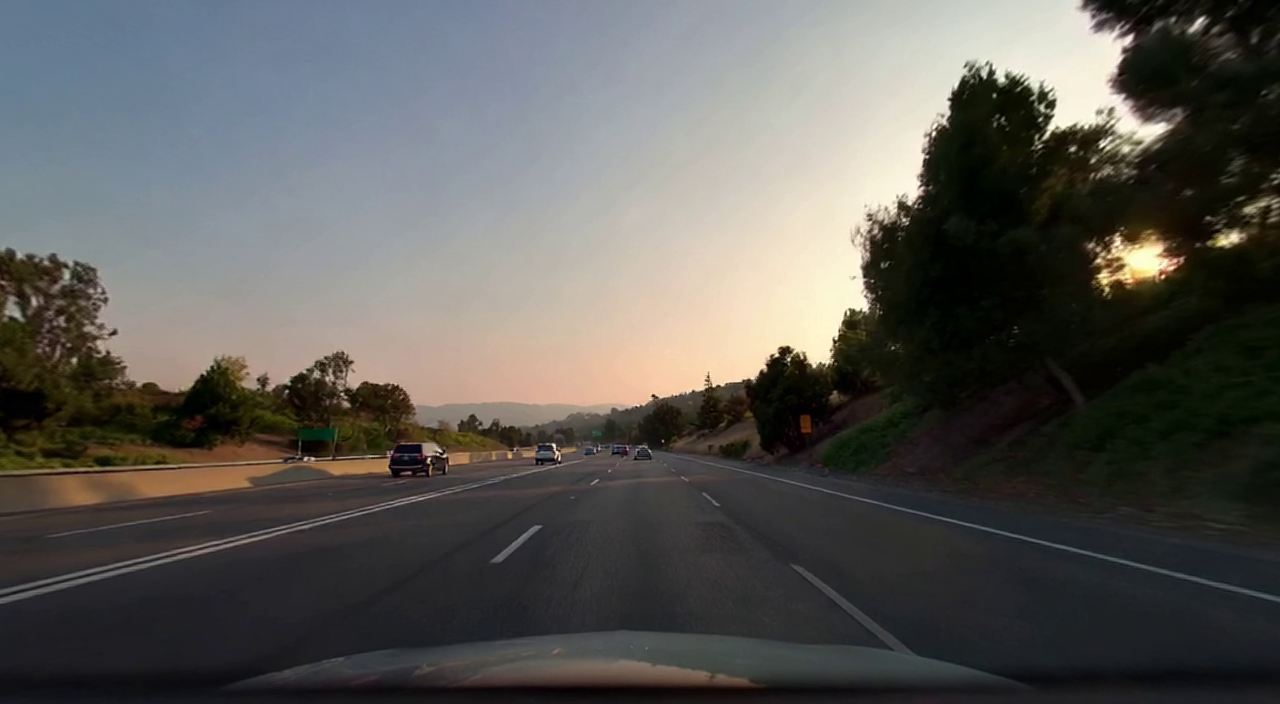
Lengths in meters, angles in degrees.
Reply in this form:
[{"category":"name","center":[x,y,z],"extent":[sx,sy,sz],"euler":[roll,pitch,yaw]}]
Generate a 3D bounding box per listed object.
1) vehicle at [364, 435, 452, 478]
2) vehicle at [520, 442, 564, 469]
[{"category":"vehicle","center":[-10.550,4.790,29.163],"extent":[2.195,1.795,4.659],"euler":[0,-9,1]},{"category":"vehicle","center":[-6.324,6.733,41.208],"extent":[2.080,1.694,4.279],"euler":[0,-9,2]}]
